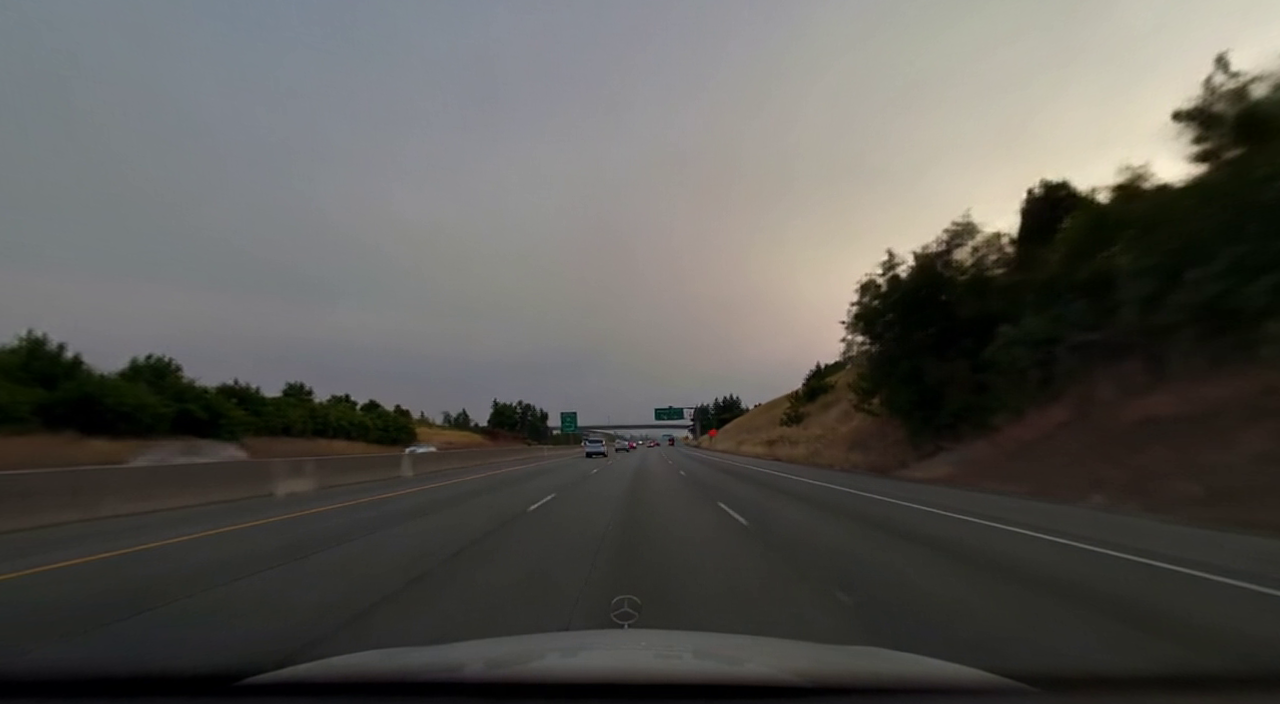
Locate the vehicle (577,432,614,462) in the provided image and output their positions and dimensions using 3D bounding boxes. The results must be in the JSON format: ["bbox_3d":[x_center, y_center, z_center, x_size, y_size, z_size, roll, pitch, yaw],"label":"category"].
[{"bbox_3d":[-3.148,6.852,45.541,2.286,2.011,4.452,0,-8,1],"label":"vehicle"}]
